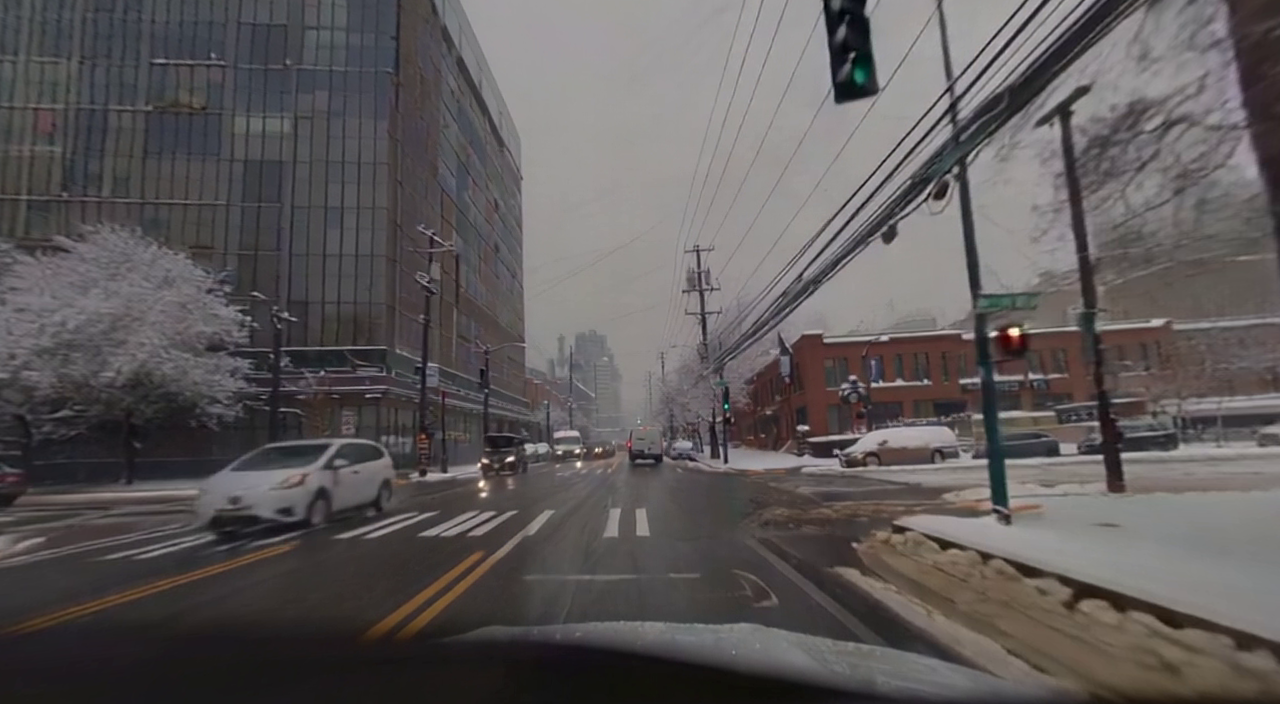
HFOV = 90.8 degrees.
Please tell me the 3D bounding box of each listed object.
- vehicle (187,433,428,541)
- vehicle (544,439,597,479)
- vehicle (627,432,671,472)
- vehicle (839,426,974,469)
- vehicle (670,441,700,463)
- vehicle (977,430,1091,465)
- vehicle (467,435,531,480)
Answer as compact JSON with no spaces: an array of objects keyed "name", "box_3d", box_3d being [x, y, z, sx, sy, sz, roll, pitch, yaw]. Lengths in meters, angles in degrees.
[{"name":"vehicle","box_3d":[-5.730,2.347,11.761,2.089,1.578,4.571,0,-8,-2]},{"name":"vehicle","box_3d":[-3.050,4.772,28.505,2.026,1.616,4.109,-1,-8,-2]},{"name":"vehicle","box_3d":[0.396,5.117,32.541,2.127,1.893,4.194,0,-8,-1]},{"name":"vehicle","box_3d":[11.644,4.225,27.967,4.966,1.826,2.209,-1,-8,7]},{"name":"vehicle","box_3d":[3.450,7.756,49.023,1.934,1.633,4.271,0,-8,-1]},{"name":"vehicle","box_3d":[19.039,4.628,30.643,4.161,1.586,1.992,0,-8,-1]},{"name":"vehicle","box_3d":[-6.676,5.025,30.450,2.090,1.975,4.657,0,-8,-1]}]
